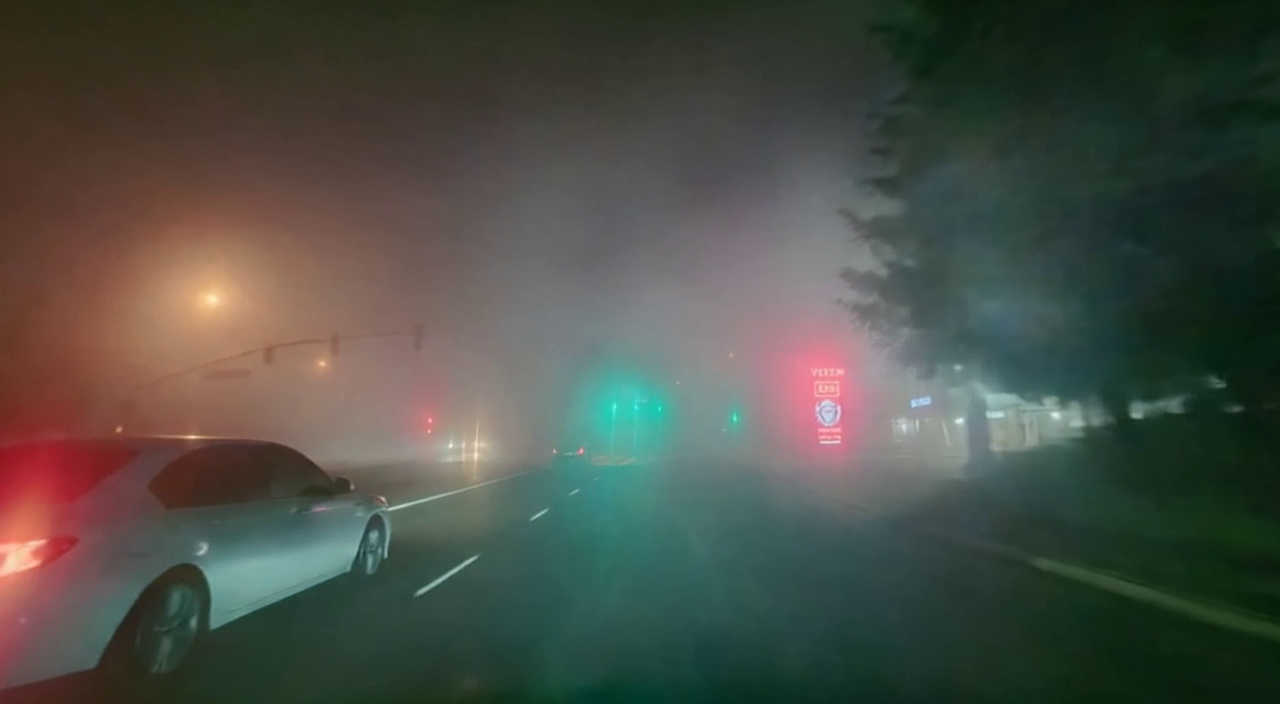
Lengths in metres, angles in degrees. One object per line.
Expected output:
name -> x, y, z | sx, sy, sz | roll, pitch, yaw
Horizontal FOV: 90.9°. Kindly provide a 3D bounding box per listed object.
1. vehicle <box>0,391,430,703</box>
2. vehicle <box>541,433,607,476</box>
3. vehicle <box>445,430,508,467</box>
vehicle -> -3.232, 1.193, 4.305 | 2.018, 1.477, 4.401 | 0, -8, 1
vehicle -> -2.728, 4.370, 27.125 | 2.109, 1.692, 4.220 | -1, -8, 4
vehicle -> -8.921, 5.327, 34.826 | 2.030, 1.906, 4.661 | -1, -8, 3
